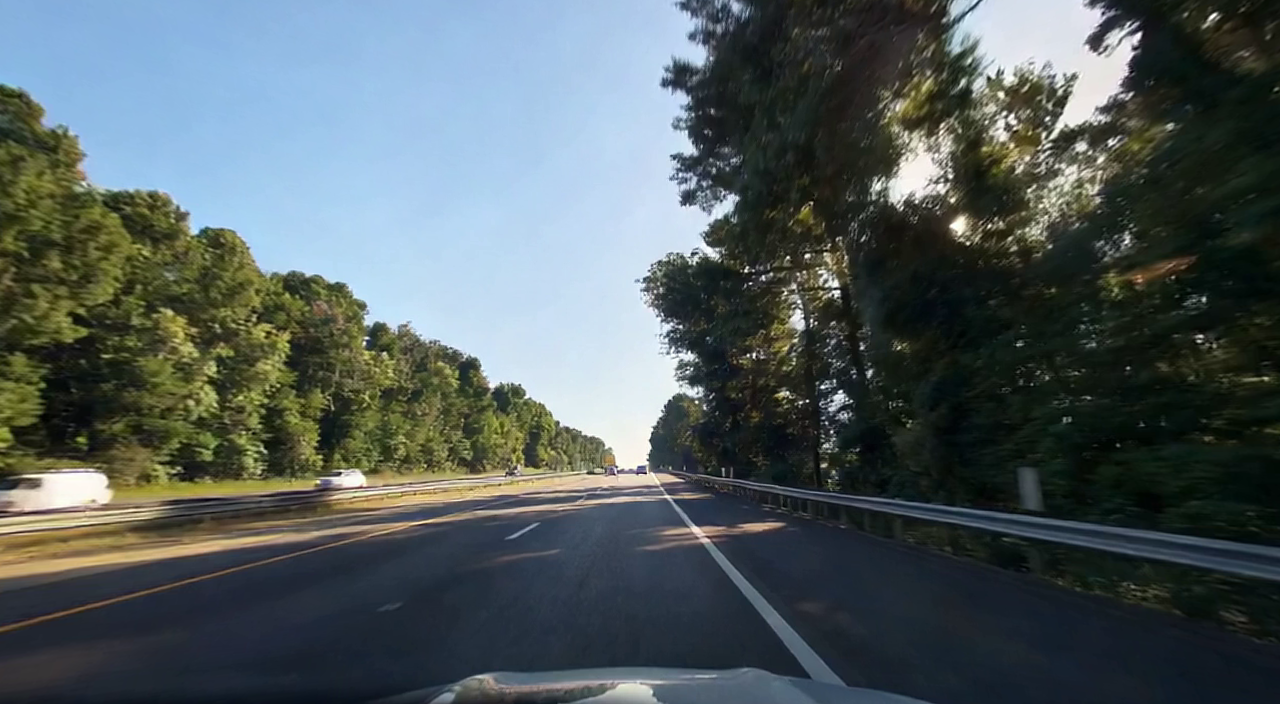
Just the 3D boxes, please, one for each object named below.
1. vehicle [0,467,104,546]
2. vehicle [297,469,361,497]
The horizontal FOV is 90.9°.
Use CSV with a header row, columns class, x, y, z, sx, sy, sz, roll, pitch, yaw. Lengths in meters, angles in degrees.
class,x,y,z,sx,sy,sz,roll,pitch,yaw
vehicle,-13.039,2.949,12.102,1.889,1.450,4.008,1,-10,0
vehicle,-17.389,7.335,35.428,1.706,1.438,3.555,1,-10,0
